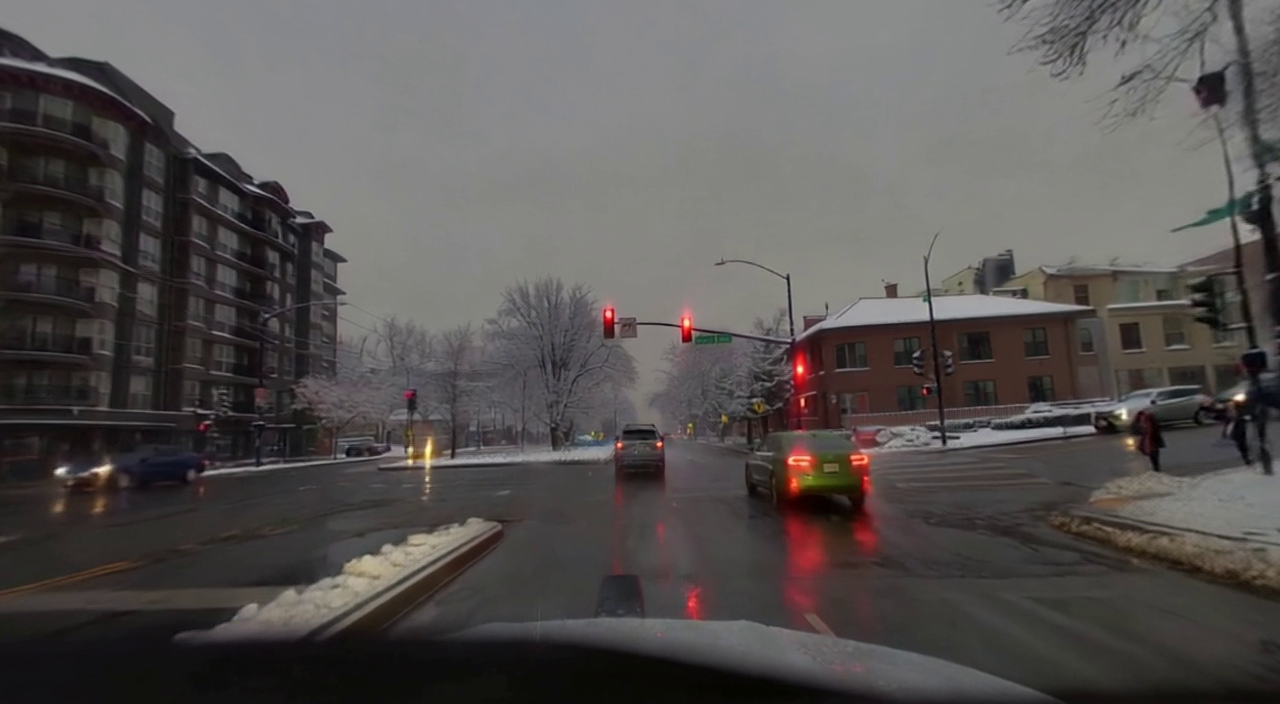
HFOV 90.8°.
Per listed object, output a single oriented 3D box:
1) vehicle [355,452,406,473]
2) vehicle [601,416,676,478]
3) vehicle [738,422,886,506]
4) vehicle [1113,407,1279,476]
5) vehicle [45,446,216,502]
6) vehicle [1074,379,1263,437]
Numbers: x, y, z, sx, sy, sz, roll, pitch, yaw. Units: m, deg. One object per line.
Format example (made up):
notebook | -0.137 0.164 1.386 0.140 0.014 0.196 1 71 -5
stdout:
vehicle | -20.044 8.547 49.040 1.979 1.488 4.473 0 -8 1
vehicle | -0.013 3.072 20.481 2.168 1.776 4.135 0 -8 1
vehicle | 3.557 2.422 14.064 1.987 1.538 4.510 0 -8 0
vehicle | 13.941 2.074 14.676 4.354 1.466 1.863 0 -9 -1
vehicle | -17.439 4.136 22.003 2.132 1.710 4.504 0 -8 1
vehicle | 20.363 2.225 24.541 5.146 1.699 2.269 -5 -8 1
